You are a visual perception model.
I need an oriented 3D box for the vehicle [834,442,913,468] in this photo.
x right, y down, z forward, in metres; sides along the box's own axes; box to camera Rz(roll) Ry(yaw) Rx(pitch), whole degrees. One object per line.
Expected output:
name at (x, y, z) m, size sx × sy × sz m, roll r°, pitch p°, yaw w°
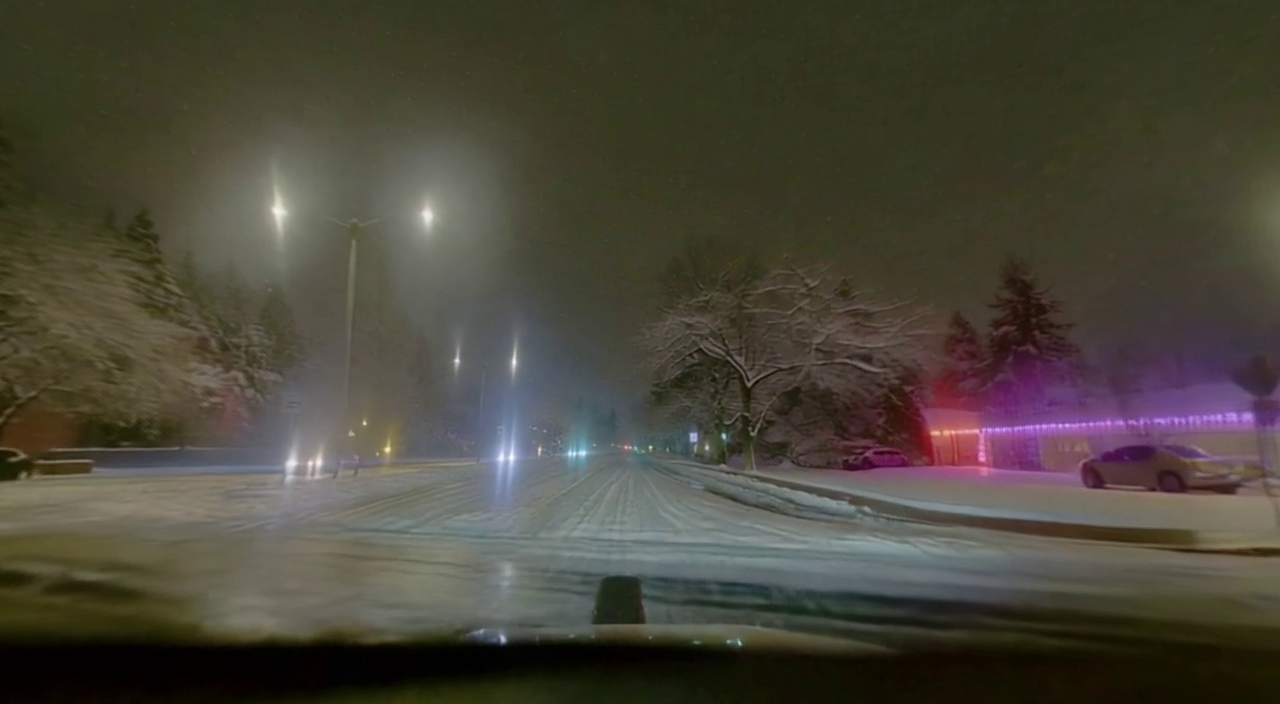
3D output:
vehicle at (14.719, 6.524, 39.952) m, size 4.198 × 1.561 × 1.937 m, roll -1°, pitch -11°, yaw 1°

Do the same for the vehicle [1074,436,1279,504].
vehicle at (15.219, 3.268, 17.862) m, size 4.268 × 1.589 × 2.156 m, roll -2°, pitch -8°, yaw -4°
